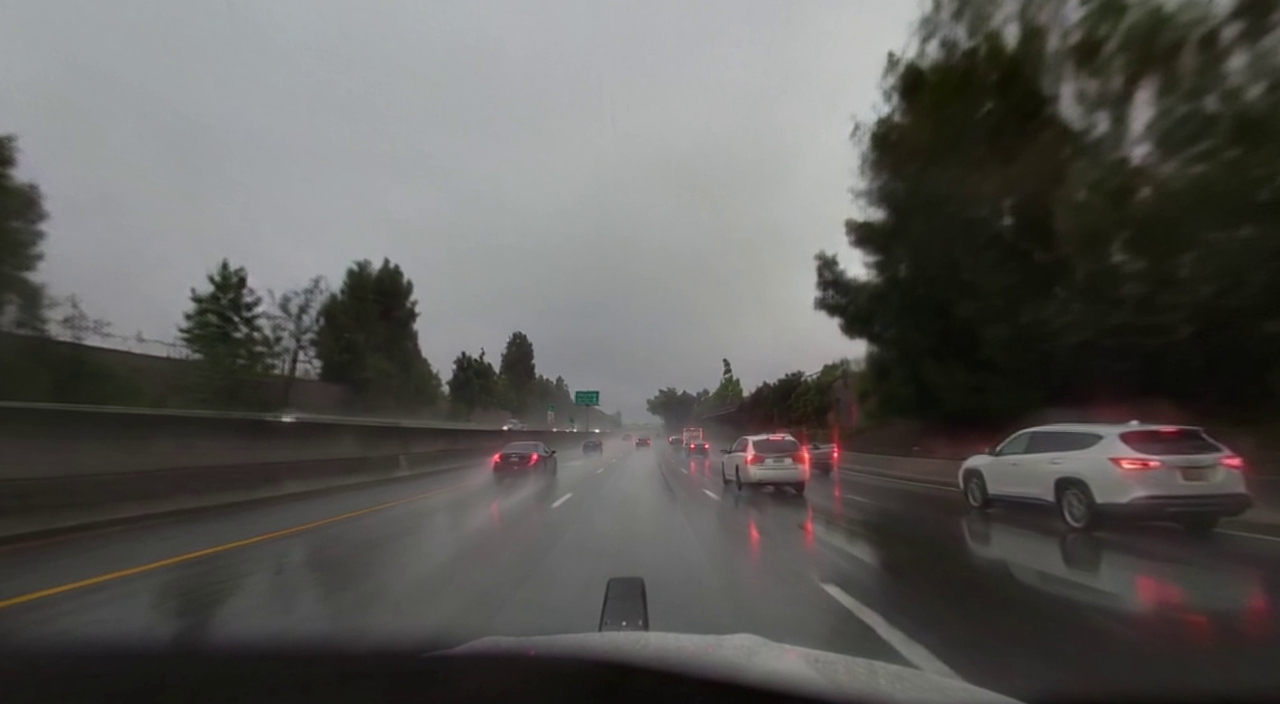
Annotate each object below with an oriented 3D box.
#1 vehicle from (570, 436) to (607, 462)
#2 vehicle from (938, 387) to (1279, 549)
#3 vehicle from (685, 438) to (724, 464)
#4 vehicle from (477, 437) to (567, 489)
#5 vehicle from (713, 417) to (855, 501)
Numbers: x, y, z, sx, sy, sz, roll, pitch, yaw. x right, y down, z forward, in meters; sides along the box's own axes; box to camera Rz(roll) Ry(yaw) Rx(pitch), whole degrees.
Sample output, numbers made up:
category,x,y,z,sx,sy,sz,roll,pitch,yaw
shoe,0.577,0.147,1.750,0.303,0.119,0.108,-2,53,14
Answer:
category,x,y,z,sx,sy,sz,roll,pitch,yaw
vehicle,-3.381,6.460,42.145,2.020,1.628,4.248,0,-9,1
vehicle,7.570,1.835,10.601,2.291,1.968,5.662,0,-9,0
vehicle,3.895,6.047,38.671,1.953,1.480,4.053,0,-9,-1
vehicle,-3.614,3.478,20.132,1.978,1.473,4.073,0,-9,1
vehicle,3.674,2.914,17.493,2.517,1.935,5.552,0,-9,-1
